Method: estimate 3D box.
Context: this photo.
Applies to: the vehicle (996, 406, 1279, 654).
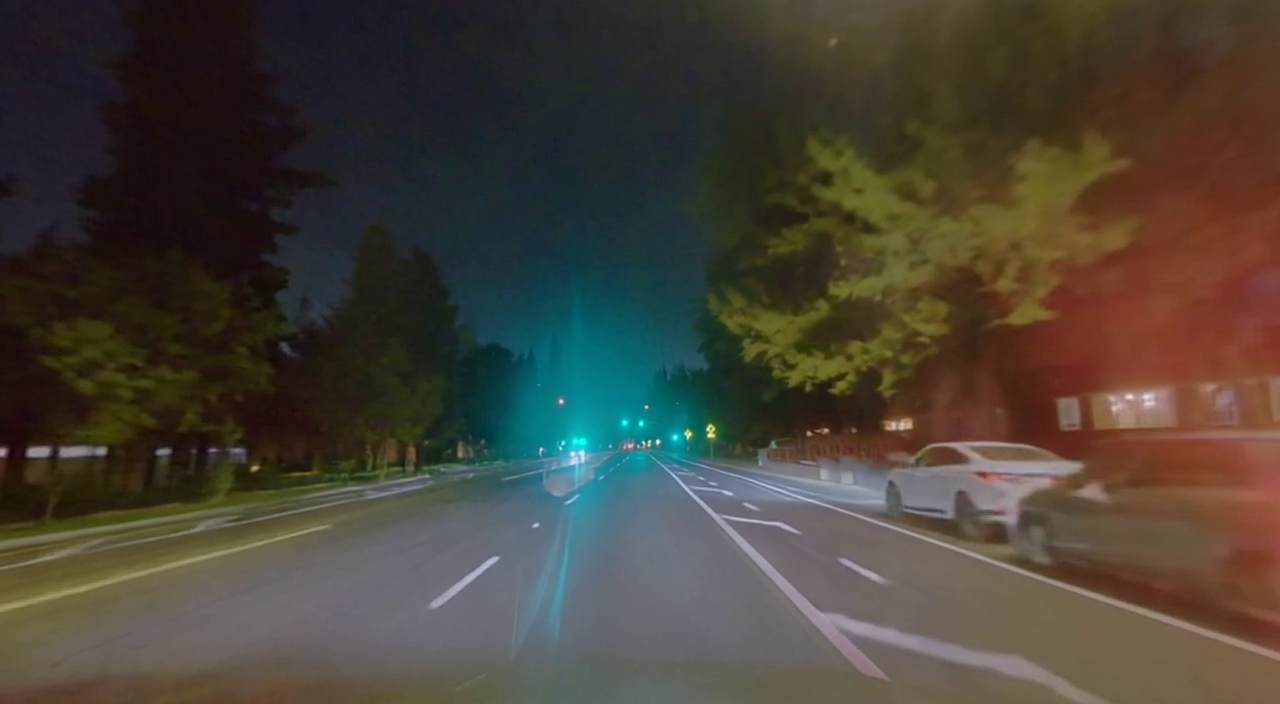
[{"bbox_3d":[5.022,1.207,4.604,1.995,1.553,4.628,0,-8,-2],"label":"vehicle"}]
